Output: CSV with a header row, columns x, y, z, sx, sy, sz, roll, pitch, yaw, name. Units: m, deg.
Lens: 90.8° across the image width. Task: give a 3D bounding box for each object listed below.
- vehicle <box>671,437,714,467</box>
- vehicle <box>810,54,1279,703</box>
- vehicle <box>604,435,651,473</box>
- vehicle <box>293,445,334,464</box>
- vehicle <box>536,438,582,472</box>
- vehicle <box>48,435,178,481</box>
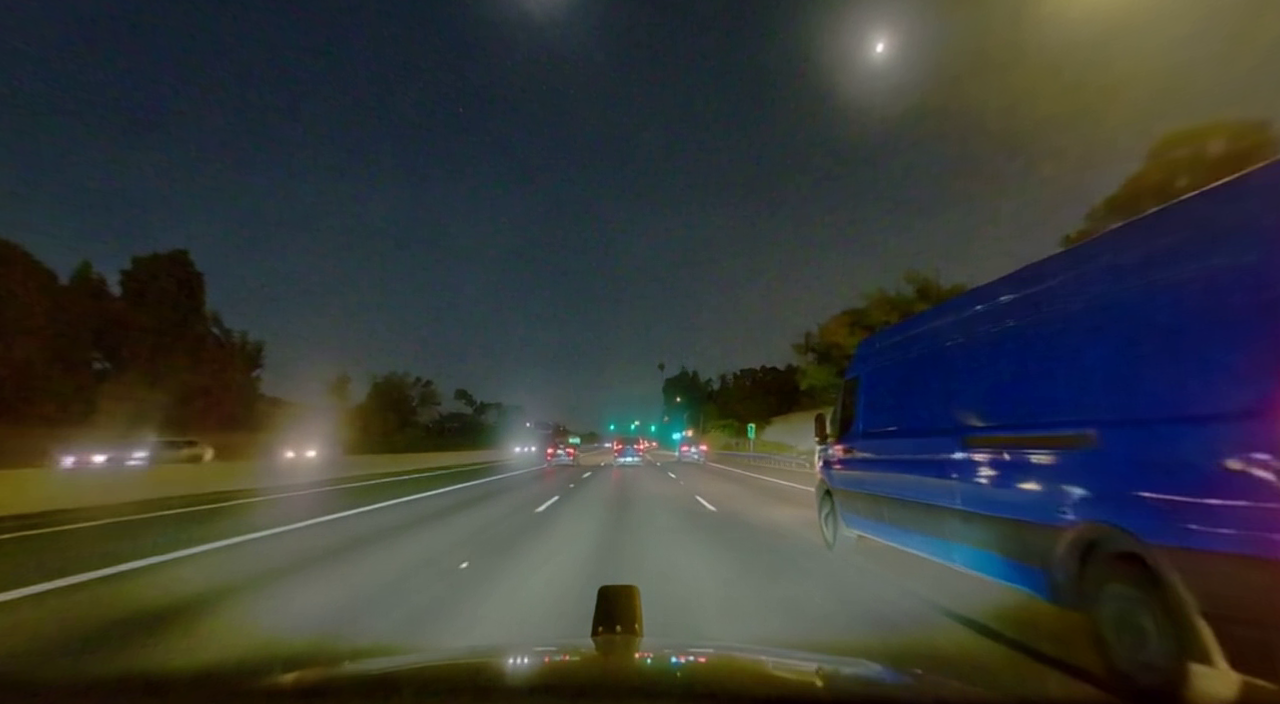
x,y,z,sx,sy,sz,roll,pitch,yaw,name
3.262,6.340,40.066,2.160,1.759,4.214,0,-8,-2,vehicle
3.536,0.634,4.511,2.631,2.709,6.496,0,-8,-2,vehicle
-0.638,5.249,32.757,2.297,1.783,4.355,0,-8,-1,vehicle
-25.278,7.931,49.050,1.448,1.423,3.208,0,-8,0,vehicle
-4.407,5.677,35.019,2.023,1.709,4.263,0,-8,0,vehicle
-18.221,3.659,22.057,1.573,1.473,3.348,0,-8,0,vehicle
